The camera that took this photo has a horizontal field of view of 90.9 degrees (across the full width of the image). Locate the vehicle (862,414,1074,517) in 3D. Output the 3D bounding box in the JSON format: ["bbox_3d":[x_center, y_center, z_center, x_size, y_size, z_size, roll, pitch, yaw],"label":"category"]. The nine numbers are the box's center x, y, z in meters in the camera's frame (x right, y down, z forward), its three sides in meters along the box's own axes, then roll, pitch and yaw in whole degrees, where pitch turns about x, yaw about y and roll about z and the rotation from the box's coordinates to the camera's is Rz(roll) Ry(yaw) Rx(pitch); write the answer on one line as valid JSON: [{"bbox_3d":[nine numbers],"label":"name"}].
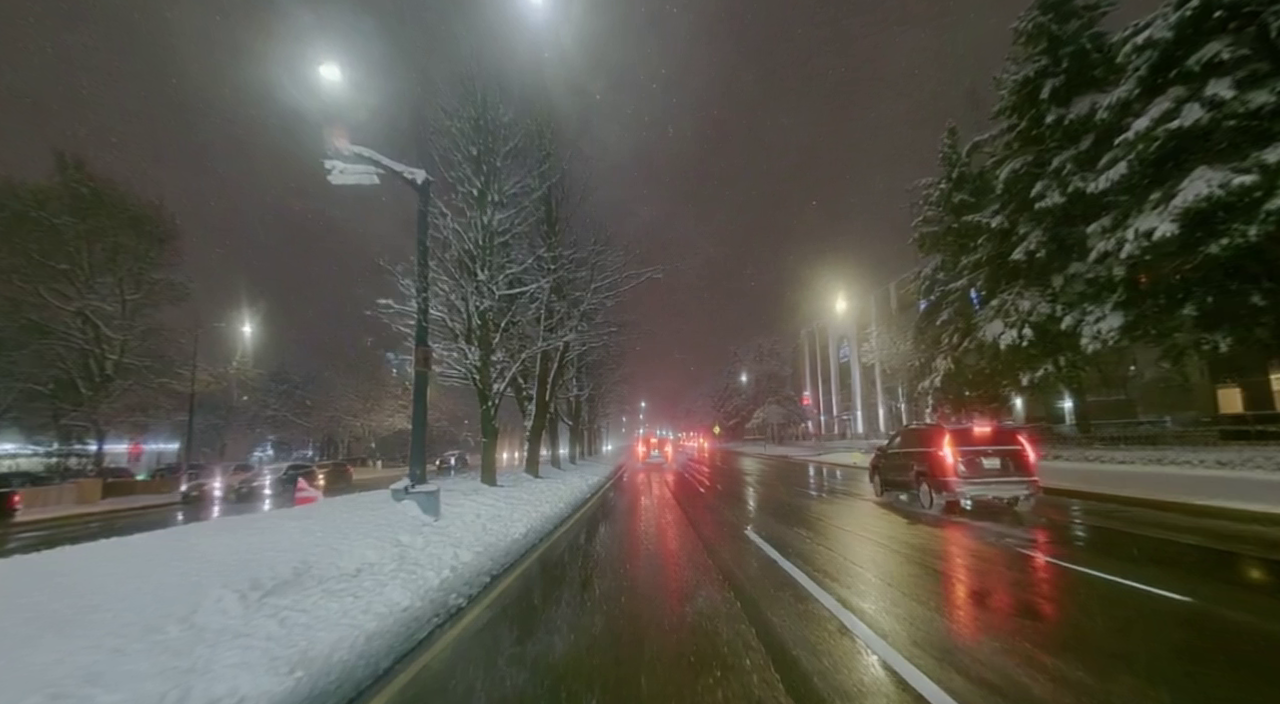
[{"bbox_3d":[6.571,2.331,13.427,1.963,1.783,4.722,0,-8,0],"label":"vehicle"}]

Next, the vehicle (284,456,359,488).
[{"bbox_3d":[-18.219,6.862,36.337,1.866,1.659,4.597,0,-8,0],"label":"vehicle"}]

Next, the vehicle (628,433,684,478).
[{"bbox_3d":[0.619,4.234,26.001,2.125,1.669,3.880,0,-8,0],"label":"vehicle"}]

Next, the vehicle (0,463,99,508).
[{"bbox_3d":[-26.458,5.635,26.676,5.126,1.727,2.022,8,-11,-43],"label":"vehicle"}]

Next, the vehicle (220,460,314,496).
[{"bbox_3d":[-18.377,6.192,31.345,1.817,1.540,4.548,0,-8,1],"label":"vehicle"}]
